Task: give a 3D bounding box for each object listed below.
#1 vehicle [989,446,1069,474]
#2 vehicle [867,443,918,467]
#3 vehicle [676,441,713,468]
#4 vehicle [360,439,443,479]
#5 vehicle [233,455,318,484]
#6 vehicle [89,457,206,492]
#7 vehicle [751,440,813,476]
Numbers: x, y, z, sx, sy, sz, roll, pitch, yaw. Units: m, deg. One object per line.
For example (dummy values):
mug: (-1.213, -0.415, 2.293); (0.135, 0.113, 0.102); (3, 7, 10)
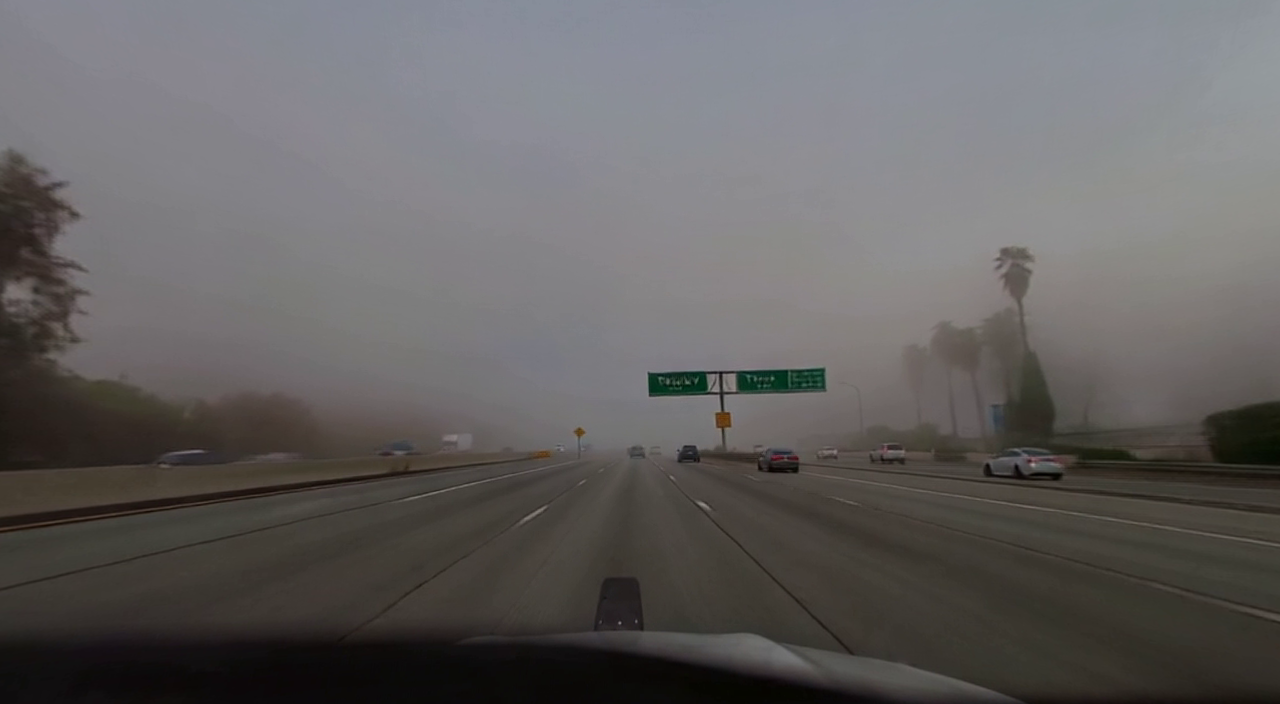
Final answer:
vehicle: (21.918, 6.084, 35.704); (1.774, 1.457, 4.653); (0, -8, 3)
vehicle: (18.207, 7.456, 45.625); (1.887, 1.642, 4.592); (0, -8, 2)
vehicle: (3.573, 6.800, 42.078); (2.035, 1.704, 3.867); (0, -8, -1)
vehicle: (-12.305, 5.547, 32.984); (2.197, 1.943, 5.421); (0, -8, 0)
vehicle: (-19.635, 6.322, 34.157); (1.824, 1.412, 4.642); (0, -8, 0)
vehicle: (-23.703, 5.888, 30.559); (1.852, 1.487, 4.696); (0, -8, 0)
vehicle: (6.830, 5.140, 30.717); (1.902, 1.623, 4.360); (0, -8, -1)
